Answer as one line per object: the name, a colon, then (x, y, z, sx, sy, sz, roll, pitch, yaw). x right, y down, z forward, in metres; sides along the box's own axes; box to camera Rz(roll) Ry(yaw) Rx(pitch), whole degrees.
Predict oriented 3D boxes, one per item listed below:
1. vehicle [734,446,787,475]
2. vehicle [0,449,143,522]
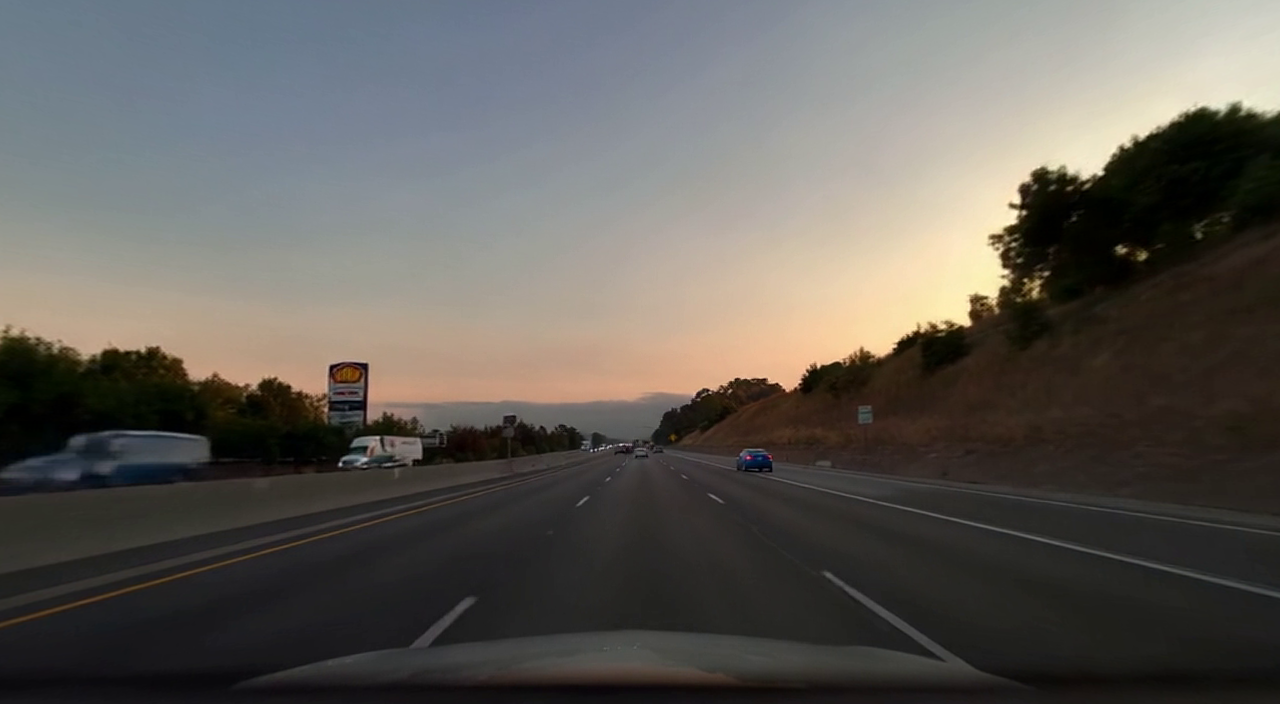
vehicle: (6.599, 5.983, 35.011, 1.967, 1.472, 3.751, 0, -9, -3)
vehicle: (-19.401, 4.223, 20.622, 2.091, 2.078, 5.210, 0, -9, -1)
